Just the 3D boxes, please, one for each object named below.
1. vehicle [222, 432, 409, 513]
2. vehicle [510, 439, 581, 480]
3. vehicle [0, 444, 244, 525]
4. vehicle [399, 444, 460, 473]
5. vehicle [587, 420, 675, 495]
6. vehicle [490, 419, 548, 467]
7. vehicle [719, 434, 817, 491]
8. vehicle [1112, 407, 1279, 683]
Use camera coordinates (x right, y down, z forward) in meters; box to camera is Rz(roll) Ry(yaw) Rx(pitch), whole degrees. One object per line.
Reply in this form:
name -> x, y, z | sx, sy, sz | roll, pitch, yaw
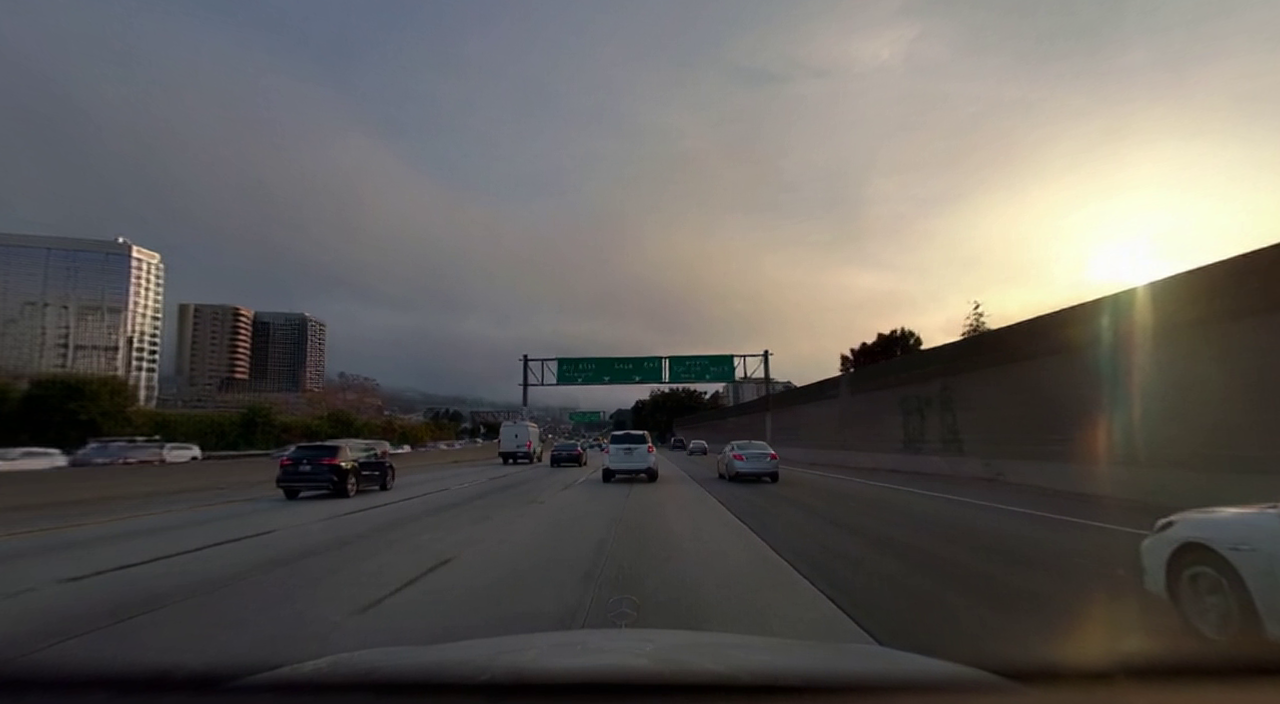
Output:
vehicle -> -7.402, 2.773, 15.046 | 2.021, 1.632, 4.417 | 0, -8, 1
vehicle -> -3.715, 4.305, 25.614 | 2.079, 1.499, 4.512 | 0, -8, 1
vehicle -> -11.155, 2.746, 13.784 | 1.970, 1.441, 4.555 | 0, -8, 1
vehicle -> -11.371, 5.747, 34.273 | 1.923, 1.480, 3.905 | 0, -8, 1
vehicle -> -0.236, 2.988, 18.195 | 2.209, 1.863, 4.626 | 0, -8, 0
vehicle -> -7.643, 5.873, 40.686 | 2.358, 2.817, 7.055 | 0, -8, 0
vehicle -> 3.688, 3.261, 19.031 | 1.942, 1.487, 4.518 | 0, -8, -1
vehicle -> 4.455, 0.875, 2.269 | 1.915, 1.482, 4.537 | 0, -8, -1
